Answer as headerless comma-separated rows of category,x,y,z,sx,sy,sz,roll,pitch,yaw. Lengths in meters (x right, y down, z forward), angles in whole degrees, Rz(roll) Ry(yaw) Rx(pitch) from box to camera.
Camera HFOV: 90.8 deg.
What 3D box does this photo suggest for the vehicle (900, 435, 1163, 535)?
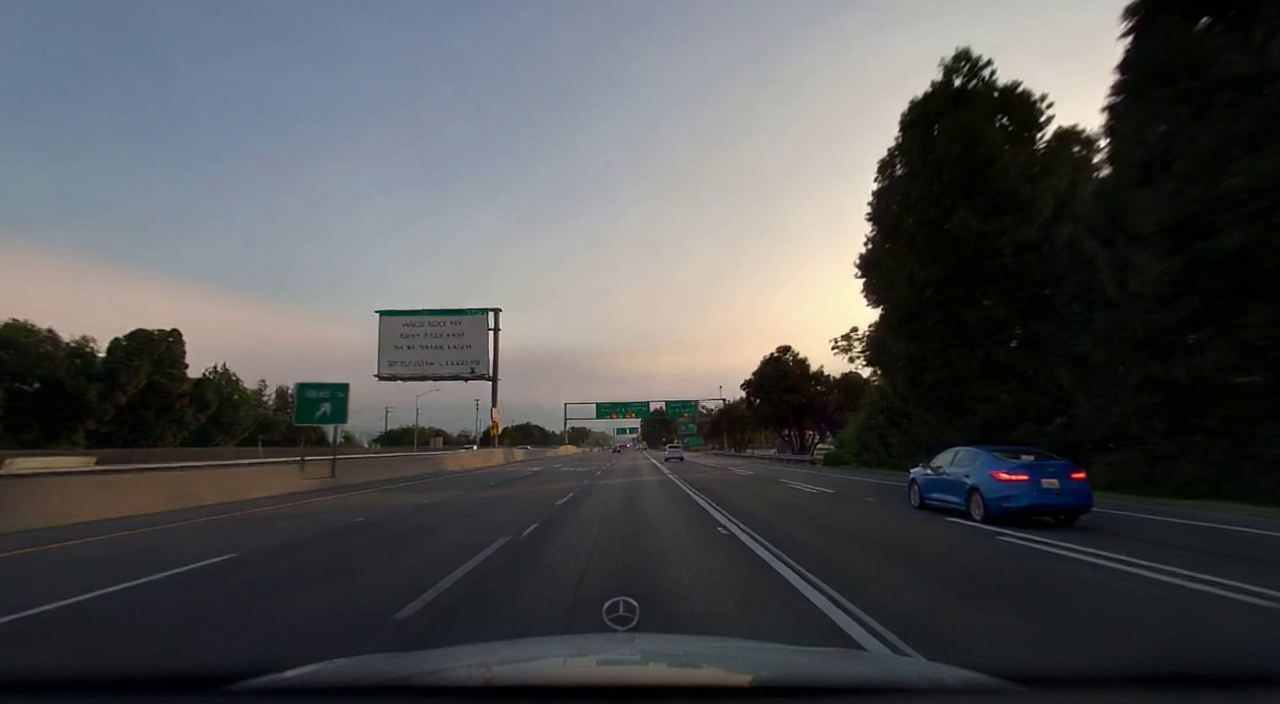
vehicle,6.896,2.328,11.884,1.958,1.498,4.447,1,-8,-3
